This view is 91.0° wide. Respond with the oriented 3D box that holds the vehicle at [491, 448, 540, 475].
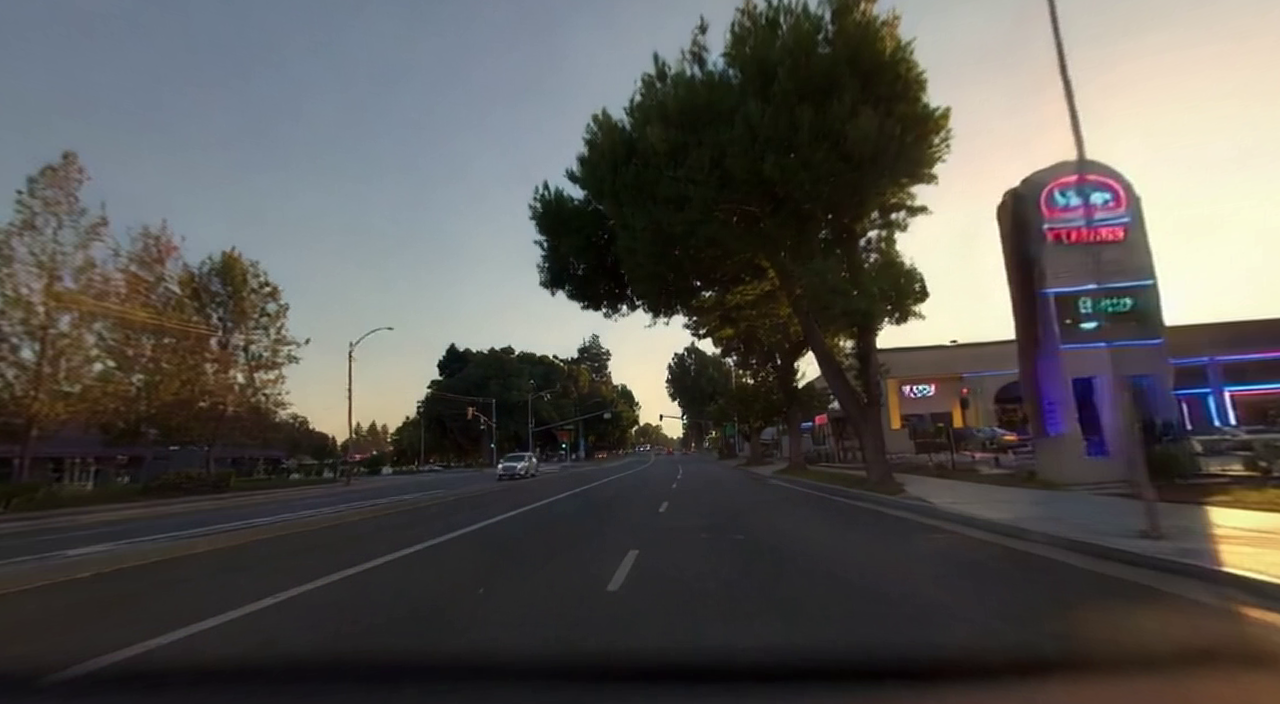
[{"bbox_3d":[-8.893,7.846,45.373,2.209,1.773,4.481,-1,-9,5],"label":"vehicle"}]
